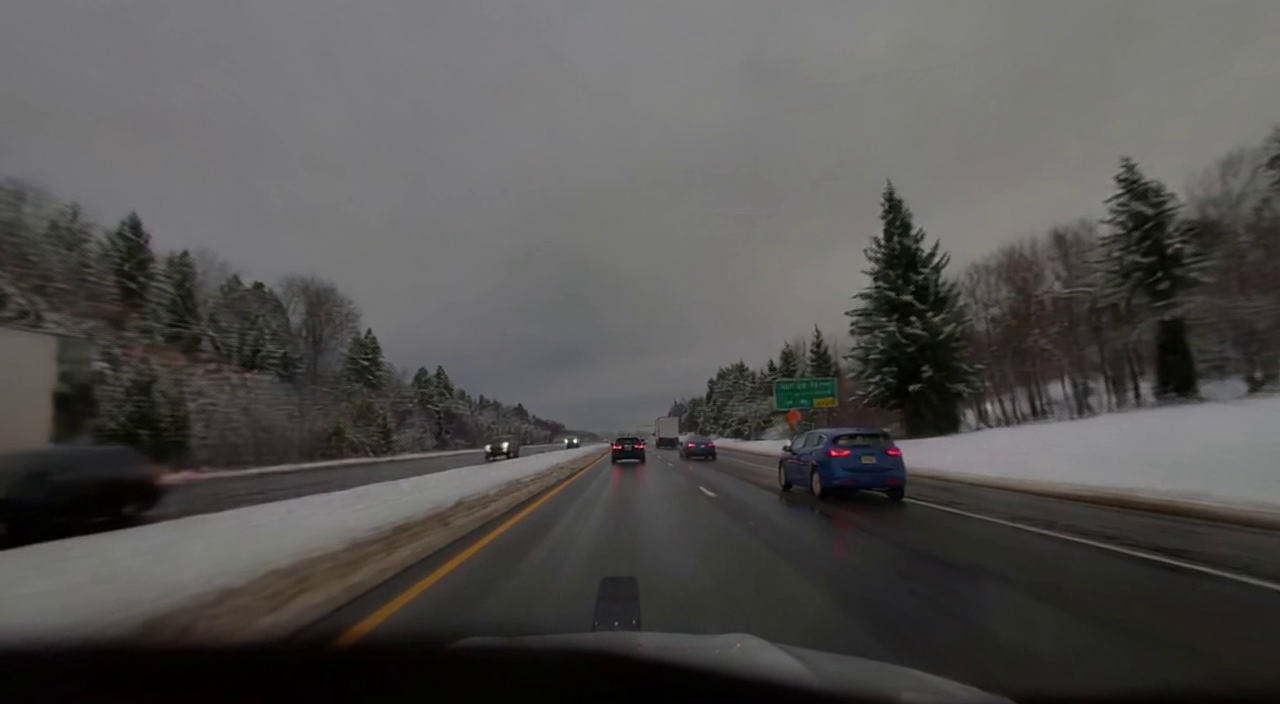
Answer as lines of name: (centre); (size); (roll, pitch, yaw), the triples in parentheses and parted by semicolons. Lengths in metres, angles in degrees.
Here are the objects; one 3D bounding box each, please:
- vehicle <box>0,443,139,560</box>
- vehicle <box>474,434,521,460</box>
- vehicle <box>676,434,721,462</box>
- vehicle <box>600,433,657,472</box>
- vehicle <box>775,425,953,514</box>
vehicle: (-9.128, 1.928, 8.104); (1.982, 1.455, 4.161); (0, -8, -1)
vehicle: (-9.364, 6.278, 41.791); (2.076, 1.592, 4.477); (0, -8, 0)
vehicle: (3.246, 5.394, 35.762); (2.004, 1.469, 4.472); (0, -8, -2)
vehicle: (-0.476, 4.048, 25.709); (2.143, 1.466, 3.693); (0, -8, -2)
vehicle: (4.341, 2.319, 13.064); (2.066, 1.526, 4.216); (0, -8, -1)
